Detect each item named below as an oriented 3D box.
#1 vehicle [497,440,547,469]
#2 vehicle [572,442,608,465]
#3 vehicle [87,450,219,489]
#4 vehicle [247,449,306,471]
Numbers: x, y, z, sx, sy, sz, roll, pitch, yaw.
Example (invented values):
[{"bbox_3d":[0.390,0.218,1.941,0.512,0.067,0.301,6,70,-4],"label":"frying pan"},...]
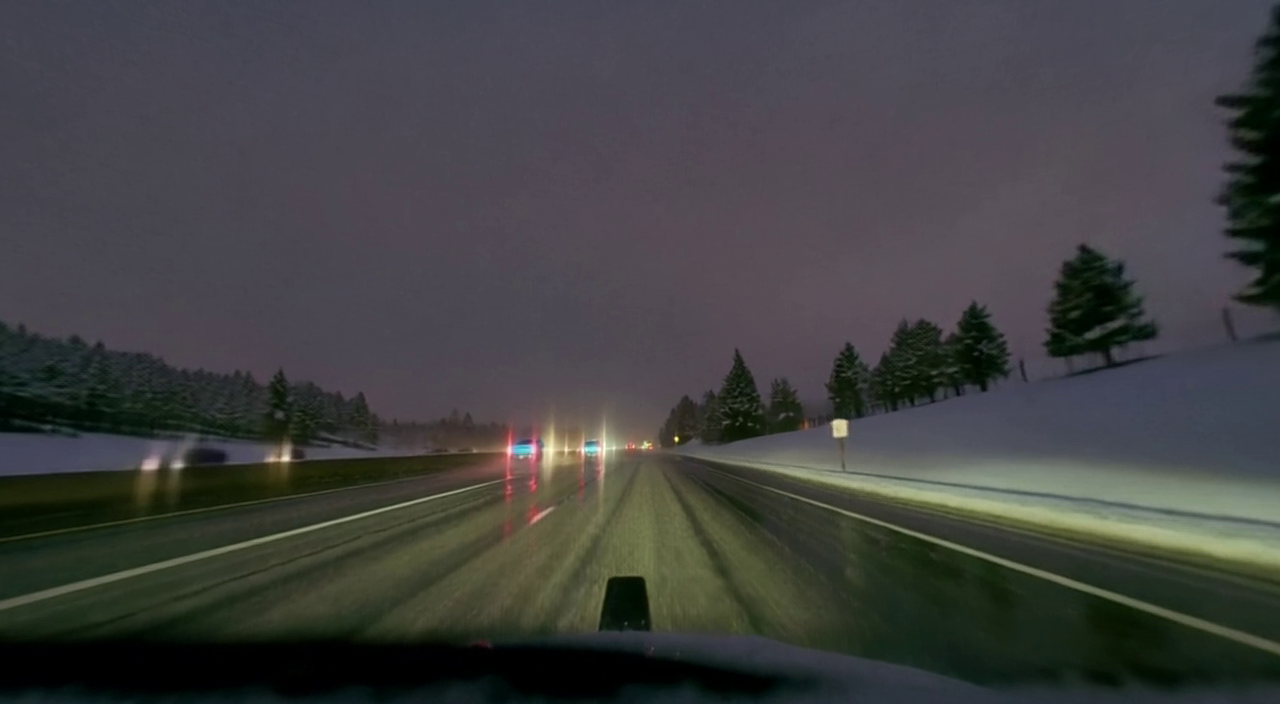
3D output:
[{"bbox_3d":[-7.057,6.166,38.104,2.075,1.646,4.405,0,-8,1],"label":"vehicle"},{"bbox_3d":[-3.557,7.298,45.504,2.184,1.554,4.350,0,-8,1],"label":"vehicle"},{"bbox_3d":[-20.023,4.809,26.187,2.009,1.430,4.228,0,-8,2],"label":"vehicle"},{"bbox_3d":[-27.143,8.065,47.238,1.874,1.453,4.230,0,-8,1],"label":"vehicle"}]
